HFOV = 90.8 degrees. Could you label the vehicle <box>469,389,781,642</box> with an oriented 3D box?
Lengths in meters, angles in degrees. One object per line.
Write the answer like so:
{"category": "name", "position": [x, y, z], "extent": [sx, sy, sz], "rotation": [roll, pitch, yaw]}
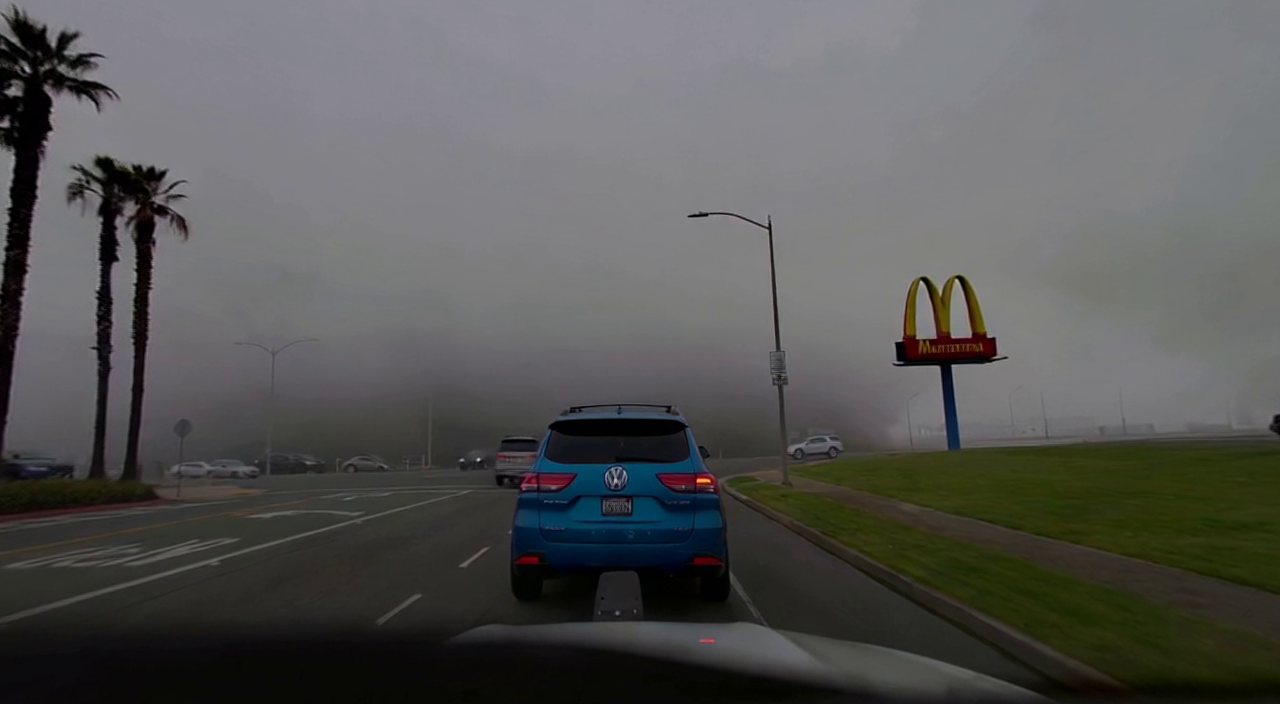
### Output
{"category": "vehicle", "position": [-0.137, 1.413, 6.395], "extent": [2.137, 1.728, 3.926], "rotation": [0, -9, -1]}

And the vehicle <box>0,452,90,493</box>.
{"category": "vehicle", "position": [-28.051, 5.387, 28.310], "extent": [4.584, 1.714, 2.186], "rotation": [4, -10, -27]}

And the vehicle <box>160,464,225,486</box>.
{"category": "vehicle", "position": [-33.285, 9.173, 47.094], "extent": [1.792, 1.439, 3.952], "rotation": [-1, -9, 3]}

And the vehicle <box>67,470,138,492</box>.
{"category": "vehicle", "position": [-39.936, 9.578, 47.073], "extent": [1.602, 1.400, 4.220], "rotation": [0, -9, 0]}

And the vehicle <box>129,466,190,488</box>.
{"category": "vehicle", "position": [-35.630, 9.265, 46.951], "extent": [1.641, 1.375, 3.640], "rotation": [0, -9, 1]}
